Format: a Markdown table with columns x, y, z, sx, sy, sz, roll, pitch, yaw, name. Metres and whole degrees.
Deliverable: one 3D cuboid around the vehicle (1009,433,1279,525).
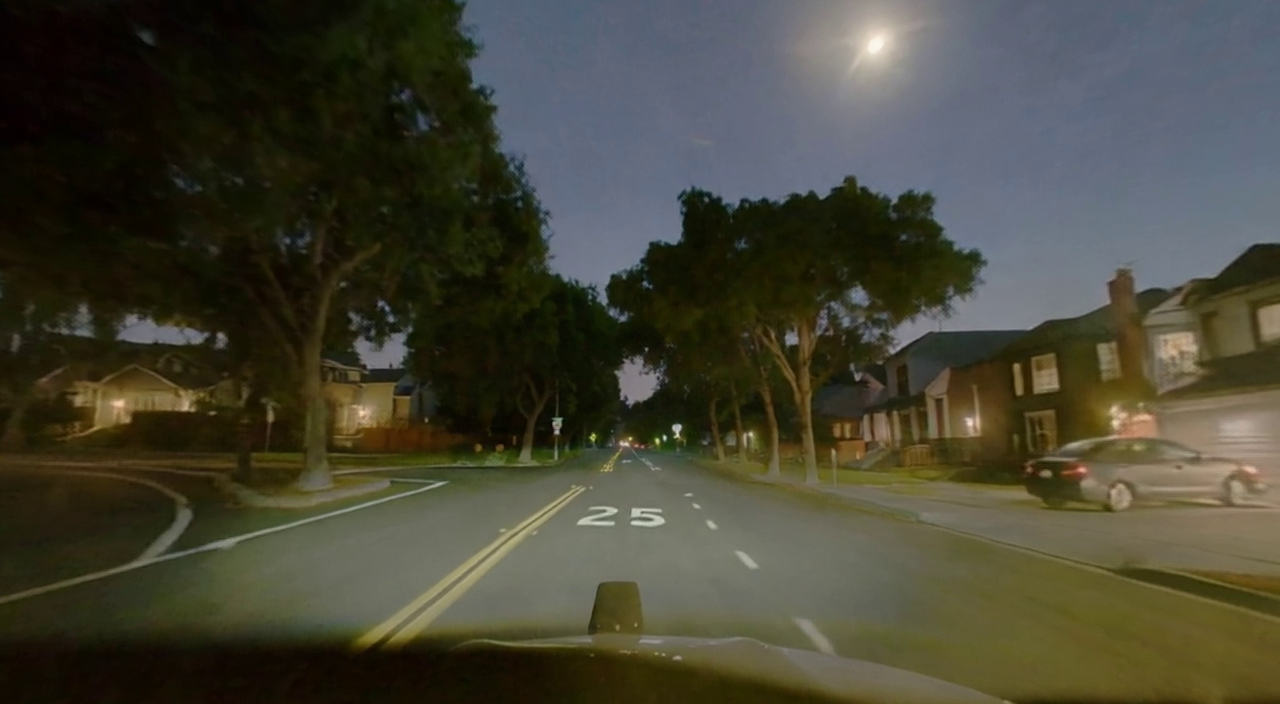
| x | y | z | sx | sy | sz | roll | pitch | yaw | name |
| --- | --- | --- | --- | --- | --- | --- | --- | --- | --- |
| 10.811 | 2.670 | 13.609 | 4.453 | 1.590 | 1.861 | -3 | -6 | 2 | vehicle |
